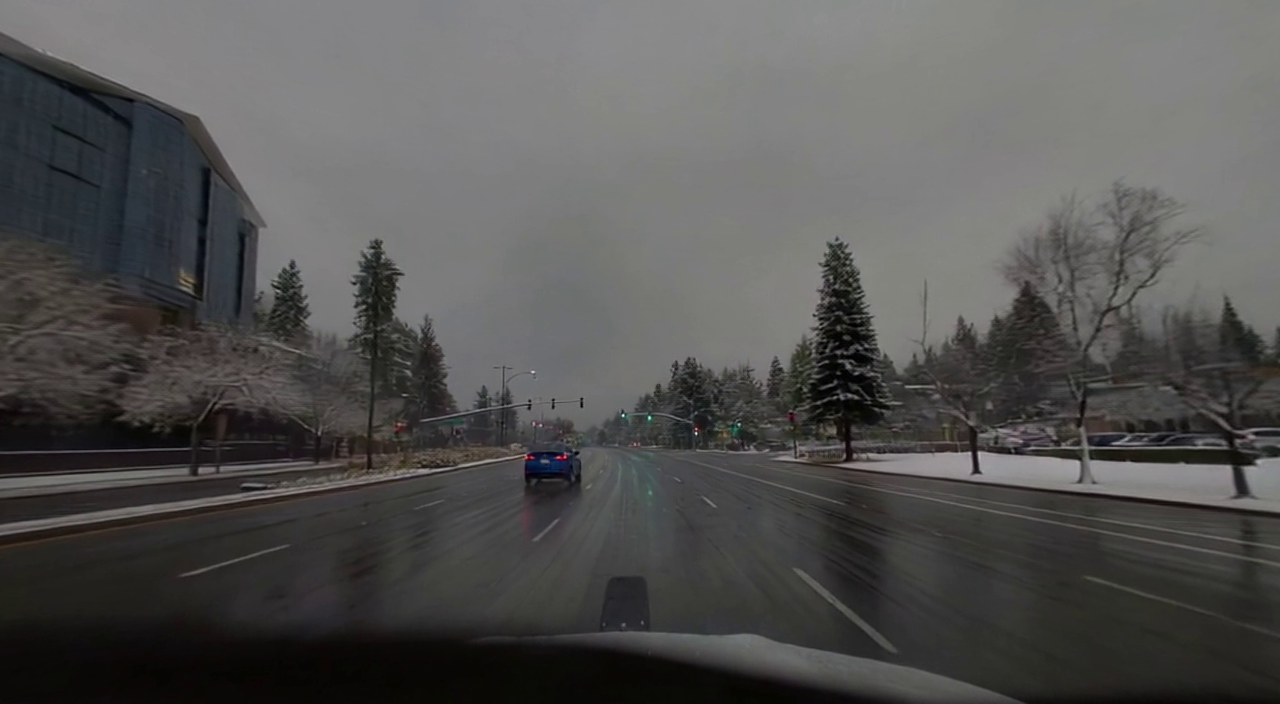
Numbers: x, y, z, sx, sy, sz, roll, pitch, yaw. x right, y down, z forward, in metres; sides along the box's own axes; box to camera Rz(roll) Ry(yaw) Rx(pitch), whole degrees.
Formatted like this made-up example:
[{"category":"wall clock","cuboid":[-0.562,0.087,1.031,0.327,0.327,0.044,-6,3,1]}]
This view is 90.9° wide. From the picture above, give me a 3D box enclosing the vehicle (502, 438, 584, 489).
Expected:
[{"category":"vehicle","cuboid":[-3.098,3.645,21.049,2.009,1.489,4.543,0,-8,0]}]
